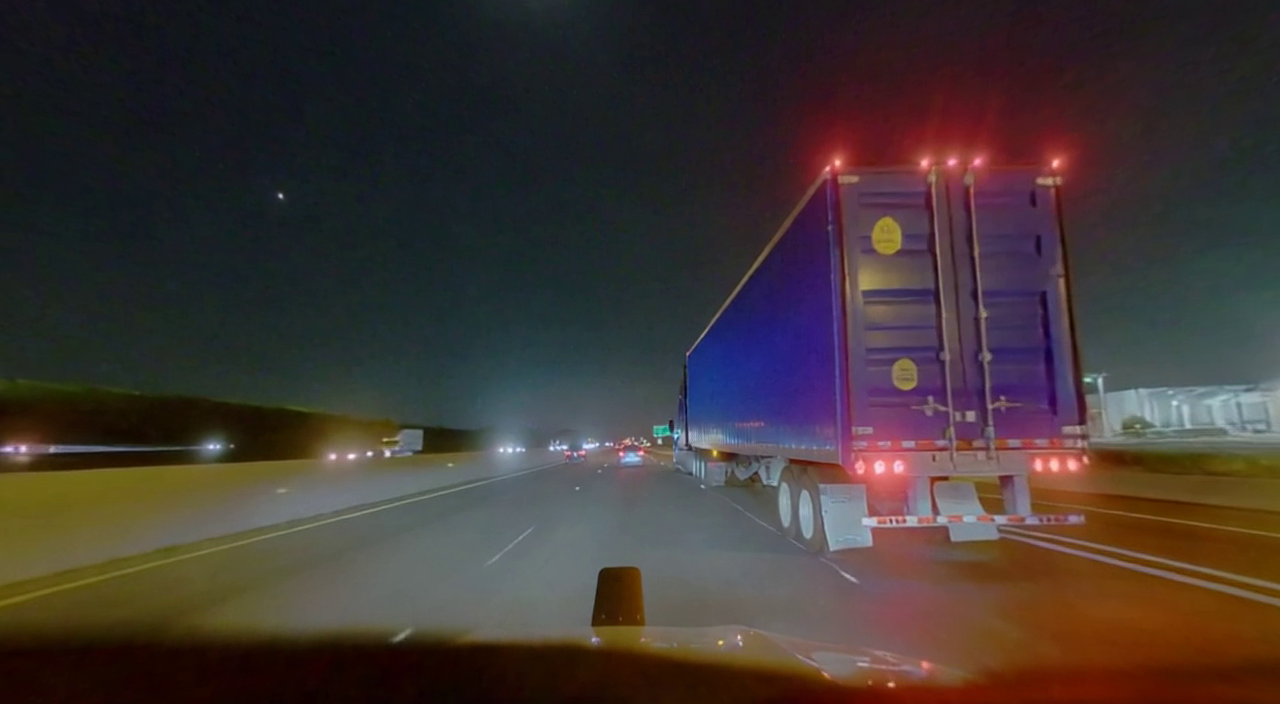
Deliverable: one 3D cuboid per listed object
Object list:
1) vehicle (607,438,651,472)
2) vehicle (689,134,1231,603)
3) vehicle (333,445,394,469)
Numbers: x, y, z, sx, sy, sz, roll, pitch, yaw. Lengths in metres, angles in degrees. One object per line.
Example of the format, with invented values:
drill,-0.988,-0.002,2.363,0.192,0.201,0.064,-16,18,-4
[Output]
vehicle,-0.596,5.353,32.966,2.191,1.685,4.015,0,-9,-2
vehicle,3.285,1.231,13.416,2.996,4.123,15.965,0,-9,-1
vehicle,-17.761,6.756,40.845,1.908,1.459,4.631,0,-9,-2
